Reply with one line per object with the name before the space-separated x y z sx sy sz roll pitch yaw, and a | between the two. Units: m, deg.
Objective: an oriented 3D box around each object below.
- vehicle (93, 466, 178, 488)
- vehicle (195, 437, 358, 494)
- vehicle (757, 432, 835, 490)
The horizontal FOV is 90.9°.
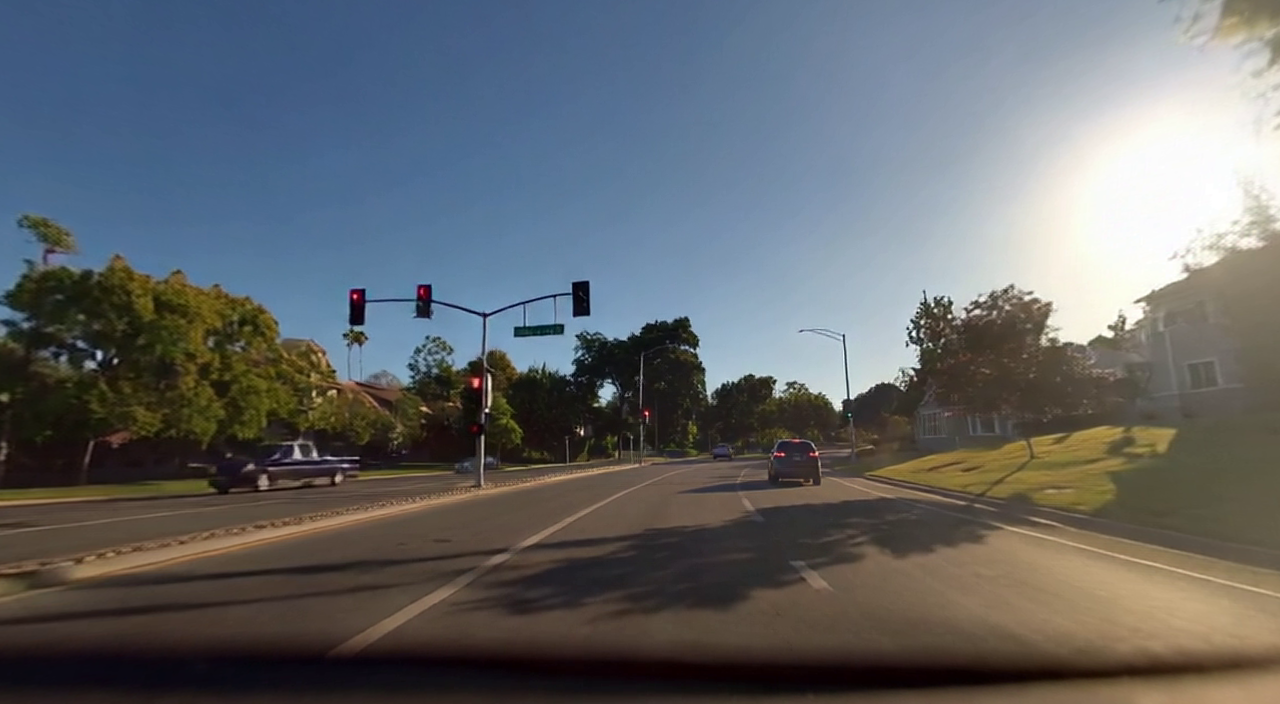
vehicle | -38.138 9.425 47.764 1.718 1.432 4.577 -5 -10 28
vehicle | -14.393 4.499 25.627 2.555 2.009 6.050 -1 -8 6
vehicle | 5.513 3.899 22.889 2.141 1.833 4.704 -1 -8 7
